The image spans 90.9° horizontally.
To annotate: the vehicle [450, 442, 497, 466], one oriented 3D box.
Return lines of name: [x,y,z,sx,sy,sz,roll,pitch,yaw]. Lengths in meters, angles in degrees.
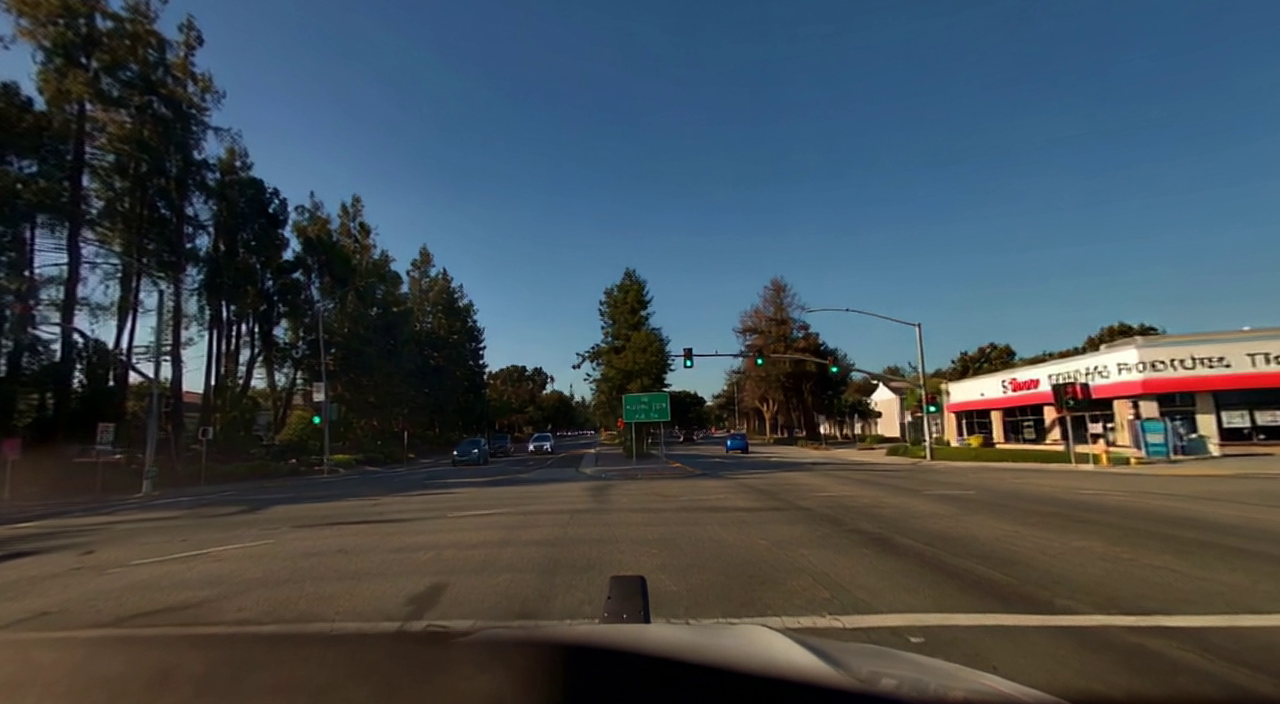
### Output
vehicle: [-11.024,6.783,42.098,2.111,1.499,4.371,0,-9,-2]

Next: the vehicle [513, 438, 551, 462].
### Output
vehicle: [-7.307,6.714,43.182,1.920,1.546,4.086,0,-9,-1]
